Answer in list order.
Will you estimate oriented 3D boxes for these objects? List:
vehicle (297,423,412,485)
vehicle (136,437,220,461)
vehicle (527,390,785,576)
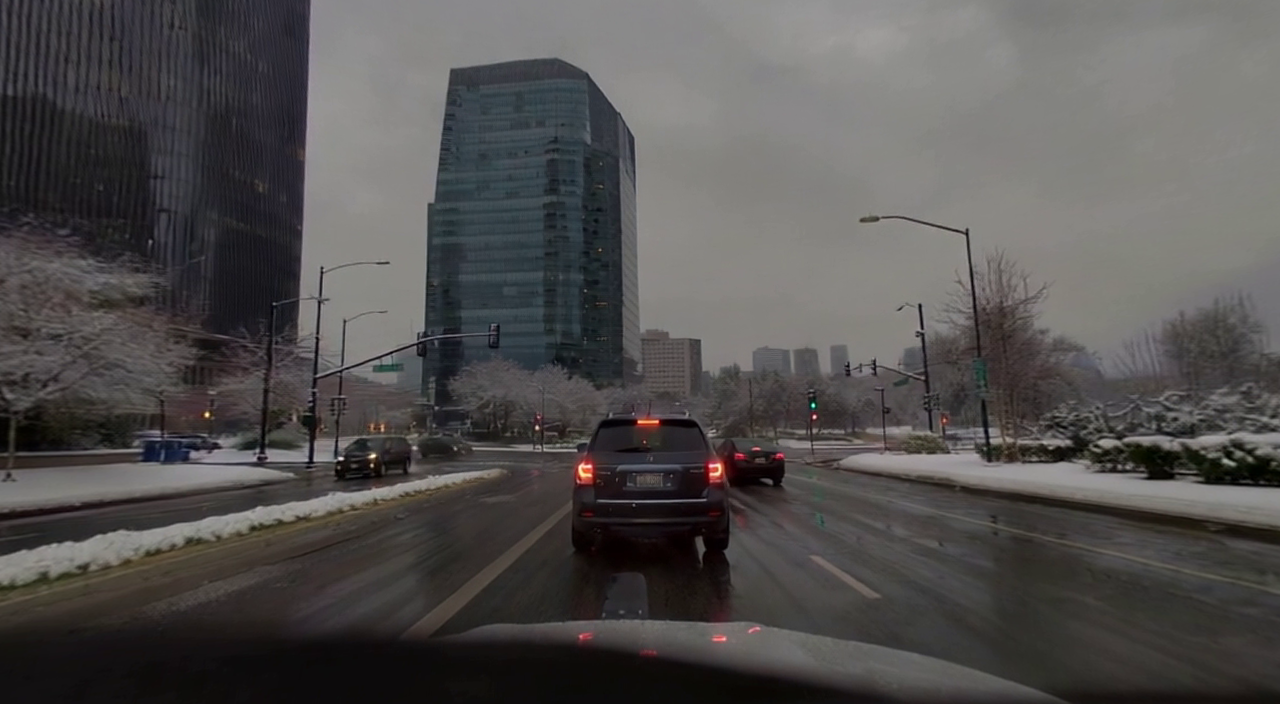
[{"bbox_3d":[-11.894,4.320,26.934,2.717,2.310,6.448,1,-9,-8],"label":"vehicle"},{"bbox_3d":[-34.536,7.234,47.147,4.622,1.742,1.965,0,-9,-2],"label":"vehicle"},{"bbox_3d":[0.158,1.669,8.721,2.601,1.878,4.535,0,-9,0],"label":"vehicle"}]
